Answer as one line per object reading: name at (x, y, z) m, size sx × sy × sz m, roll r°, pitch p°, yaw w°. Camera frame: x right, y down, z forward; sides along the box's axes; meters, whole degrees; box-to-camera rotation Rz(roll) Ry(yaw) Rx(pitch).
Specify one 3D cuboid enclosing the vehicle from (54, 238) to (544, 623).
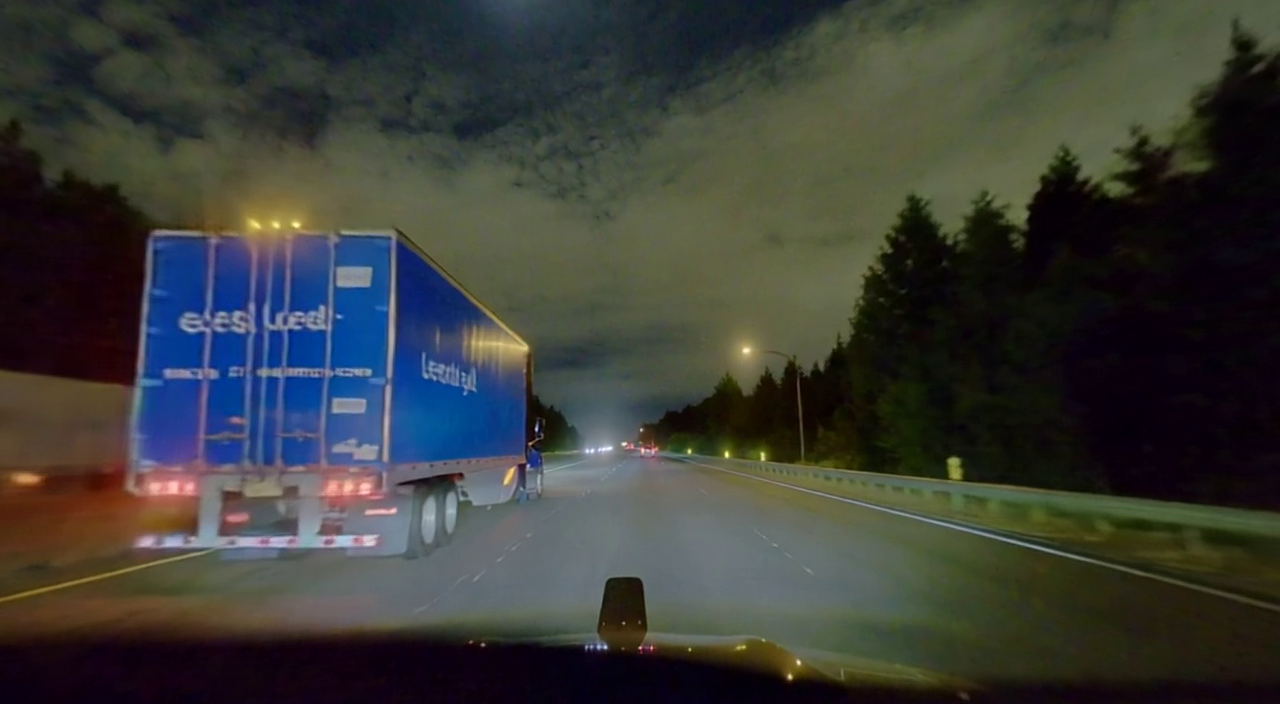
vehicle at (-3.251, 1.094, 8.607) m, size 2.695 × 3.151 × 6.885 m, roll 0°, pitch -9°, yaw 1°
